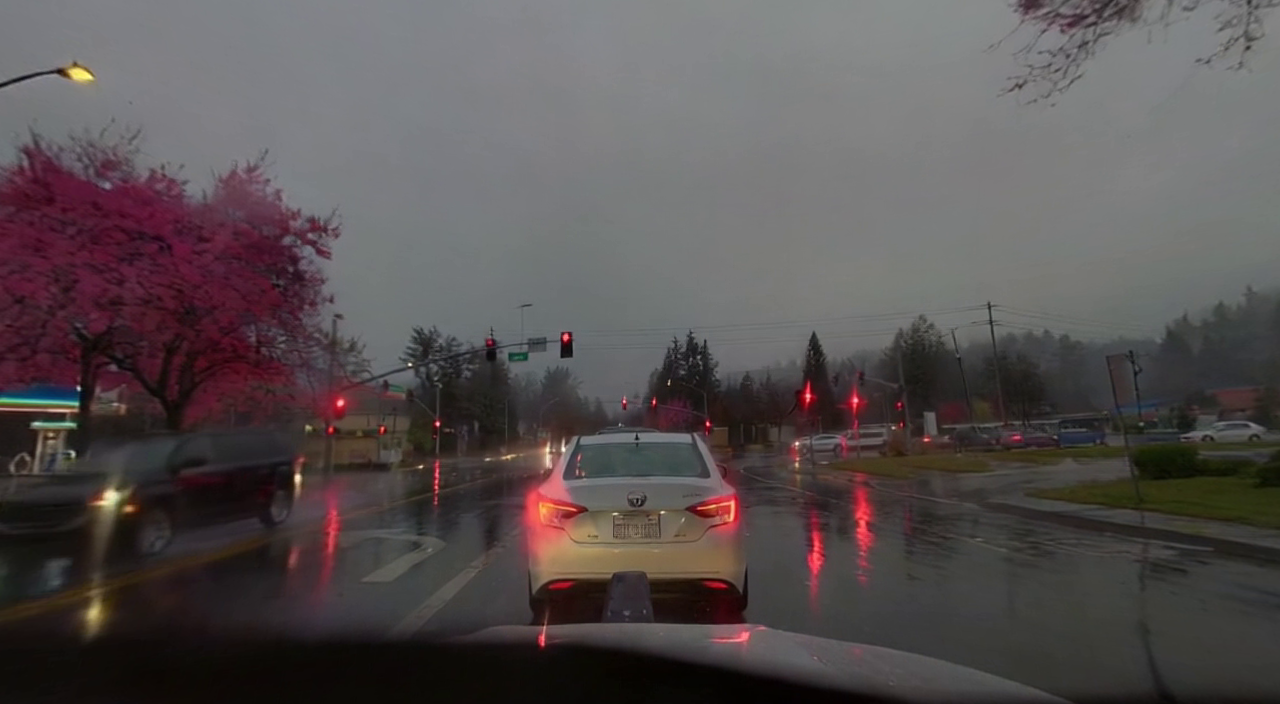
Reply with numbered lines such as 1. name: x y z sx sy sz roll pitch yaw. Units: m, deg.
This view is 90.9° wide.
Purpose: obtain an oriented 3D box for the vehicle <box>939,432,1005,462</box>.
1. vehicle: 18.385 5.244 34.848 2.053 1.495 4.091 -8 -12 44

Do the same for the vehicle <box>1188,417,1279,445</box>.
1. vehicle: 36.320 4.872 38.460 1.848 1.581 4.475 -1 -8 3

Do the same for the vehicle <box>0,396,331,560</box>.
1. vehicle: -7.716 2.000 10.785 2.378 2.084 5.225 0 -8 -3

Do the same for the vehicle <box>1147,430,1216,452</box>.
1. vehicle: 40.941 6.715 47.700 3.573 1.432 1.604 -3 -8 1

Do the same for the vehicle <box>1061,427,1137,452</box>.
1. vehicle: 34.790 6.627 47.845 4.294 1.557 1.744 -4 -7 1

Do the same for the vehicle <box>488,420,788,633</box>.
1. vehicle: -0.028 1.535 6.547 2.112 1.482 4.057 0 -8 0
